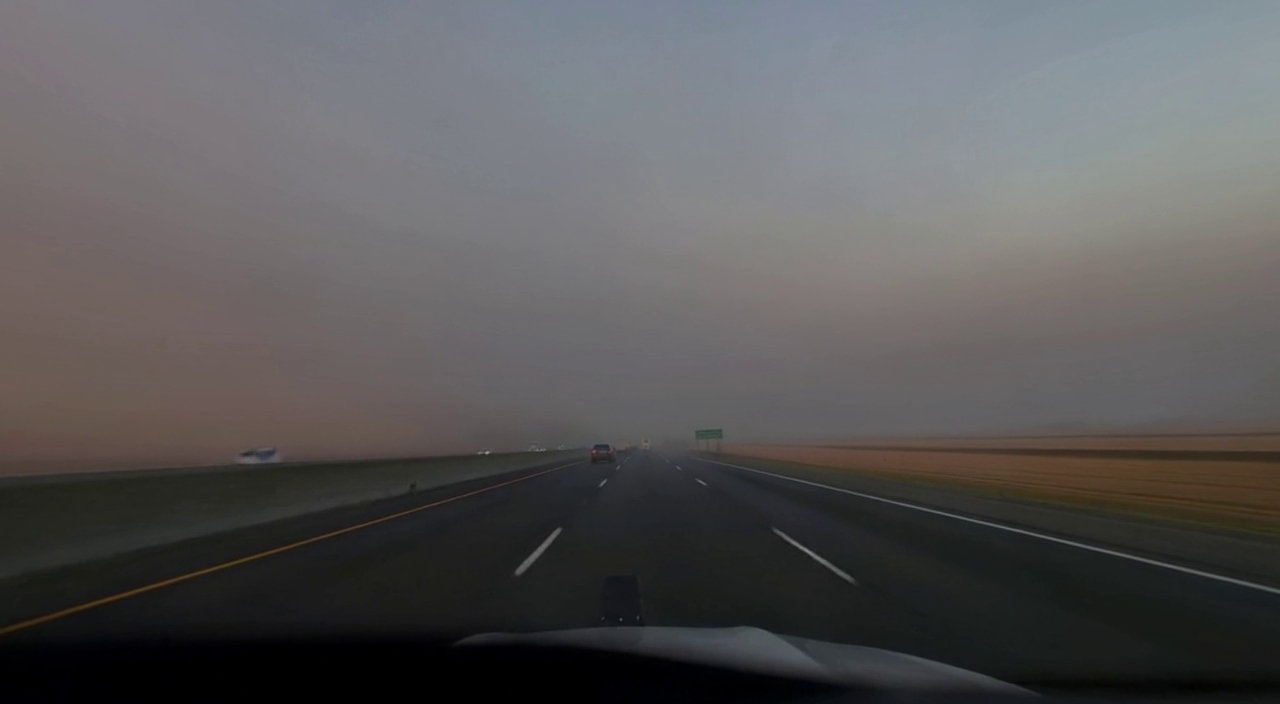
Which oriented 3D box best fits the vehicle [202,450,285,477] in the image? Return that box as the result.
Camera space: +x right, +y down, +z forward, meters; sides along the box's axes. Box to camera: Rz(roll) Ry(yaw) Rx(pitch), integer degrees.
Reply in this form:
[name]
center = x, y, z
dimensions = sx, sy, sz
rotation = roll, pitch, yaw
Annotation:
[vehicle]
center = -24.465, 6.848, 39.099
dimensions = 1.991, 1.525, 4.792
rotation = 0, -8, 0
